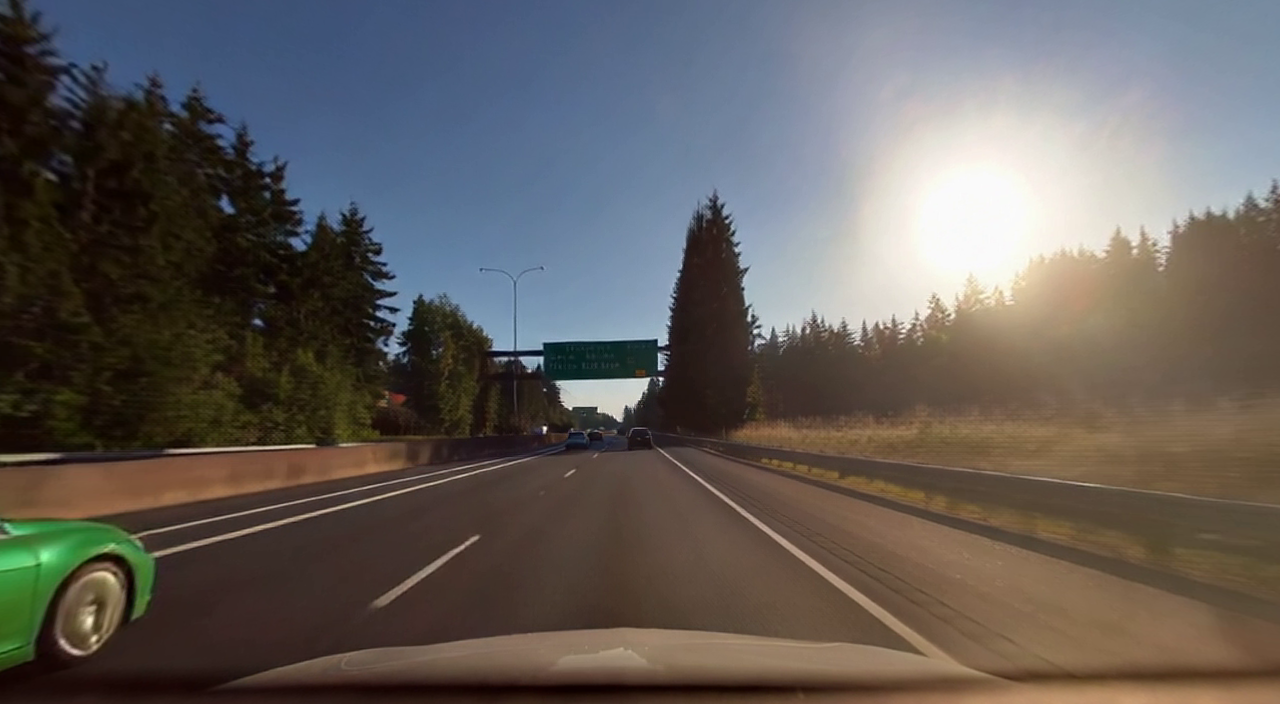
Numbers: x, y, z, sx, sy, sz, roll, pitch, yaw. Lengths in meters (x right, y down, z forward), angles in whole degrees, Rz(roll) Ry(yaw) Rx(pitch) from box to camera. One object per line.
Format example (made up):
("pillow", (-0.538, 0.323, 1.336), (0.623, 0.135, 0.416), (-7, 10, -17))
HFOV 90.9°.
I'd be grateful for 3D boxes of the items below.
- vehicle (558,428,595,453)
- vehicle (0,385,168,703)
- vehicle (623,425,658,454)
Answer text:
("vehicle", (-4.291, 6.021, 43.041), (2.055, 1.610, 4.116), (0, -8, 0))
("vehicle", (-3.789, 0.748, 1.699), (1.958, 1.486, 3.988), (0, -8, -1))
("vehicle", (0.019, 5.746, 41.349), (2.170, 1.790, 4.490), (0, -8, -1))
